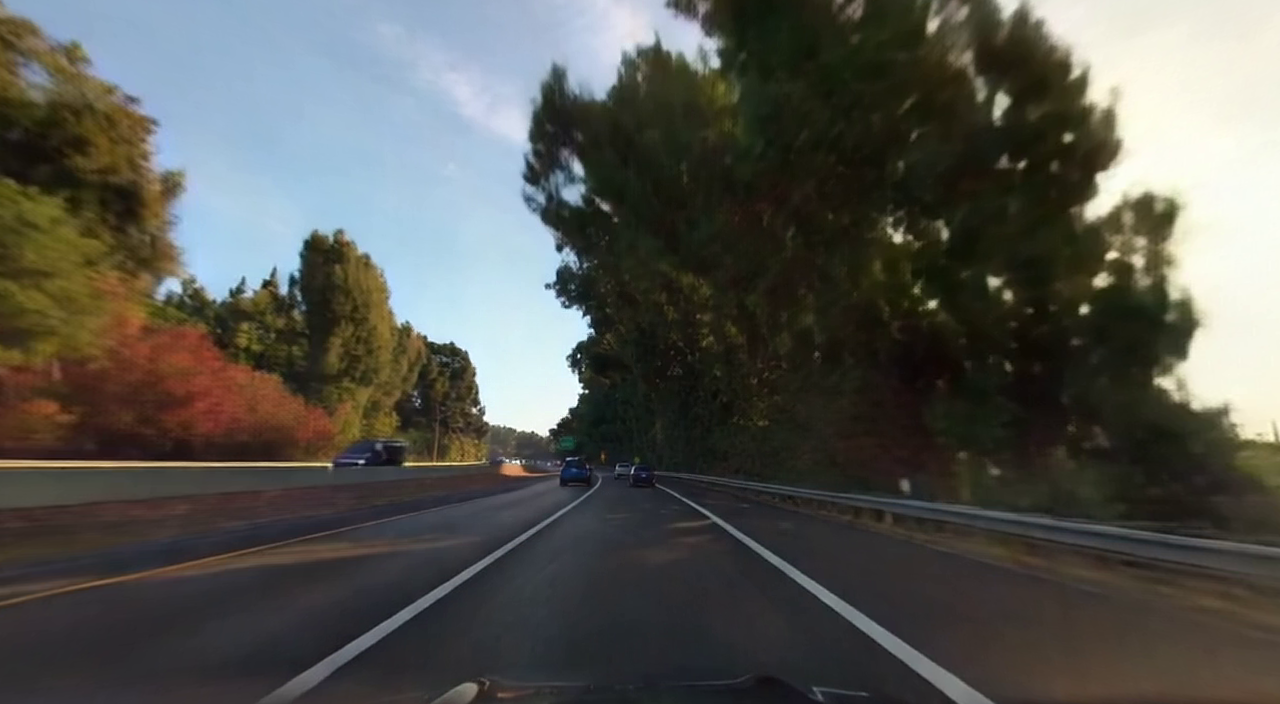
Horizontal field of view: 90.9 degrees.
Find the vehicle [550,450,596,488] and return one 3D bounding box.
[{"bbox_3d":[-3.989,7.095,38.262,2.237,2.113,4.815,1,-10,0],"label":"vehicle"}]

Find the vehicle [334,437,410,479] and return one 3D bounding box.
[{"bbox_3d":[-17.865,7.198,42.477,2.332,2.573,6.387,1,-10,-1],"label":"vehicle"}]

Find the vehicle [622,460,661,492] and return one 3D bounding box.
[{"bbox_3d":[0.052,6.460,32.897,1.905,1.559,3.491,1,-10,-1],"label":"vehicle"}]
